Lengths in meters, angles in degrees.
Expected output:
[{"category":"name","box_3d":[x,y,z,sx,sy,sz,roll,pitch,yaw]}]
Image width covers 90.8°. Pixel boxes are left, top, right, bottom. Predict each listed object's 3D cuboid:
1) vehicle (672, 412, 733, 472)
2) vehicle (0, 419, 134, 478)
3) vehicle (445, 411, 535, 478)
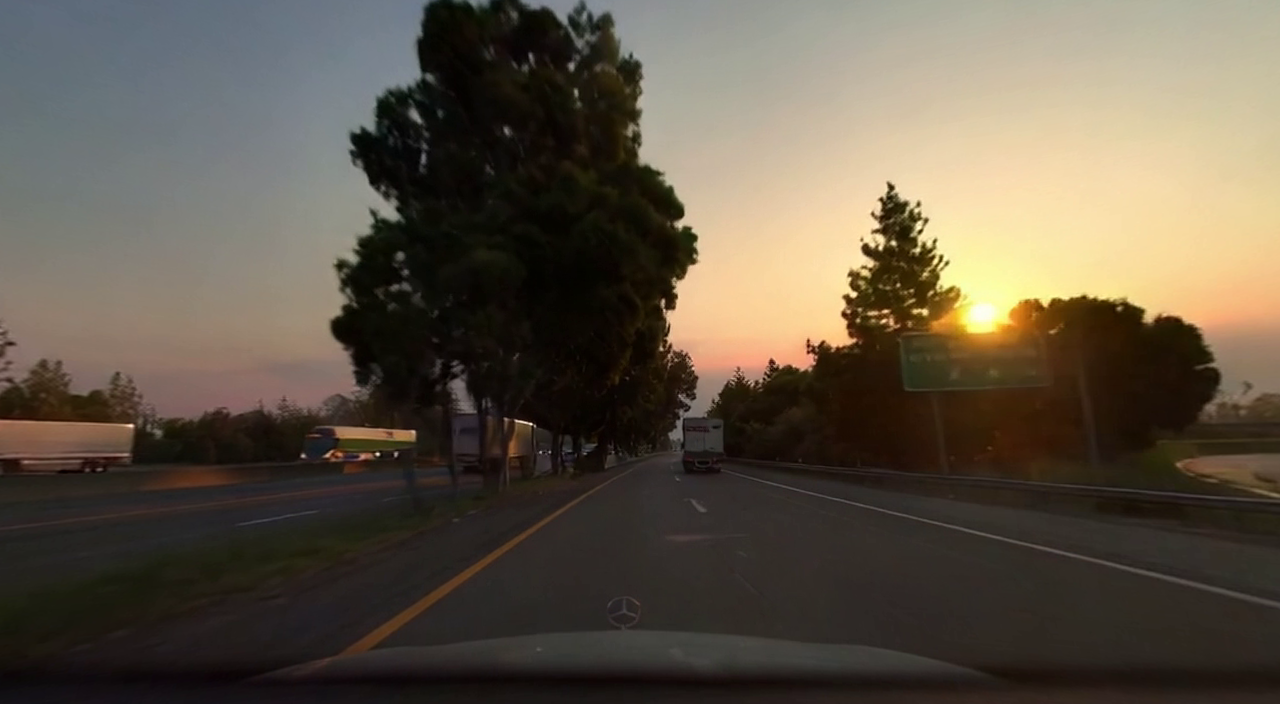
[{"category":"vehicle","box_3d":[4.119,6.510,45.014,2.928,3.595,13.975,0,-9,0]},{"category":"vehicle","box_3d":[-42.195,6.652,43.438,3.020,3.707,13.668,-1,-9,2]},{"category":"vehicle","box_3d":[-10.336,6.734,45.672,2.891,4.062,14.230,0,-9,1]}]
